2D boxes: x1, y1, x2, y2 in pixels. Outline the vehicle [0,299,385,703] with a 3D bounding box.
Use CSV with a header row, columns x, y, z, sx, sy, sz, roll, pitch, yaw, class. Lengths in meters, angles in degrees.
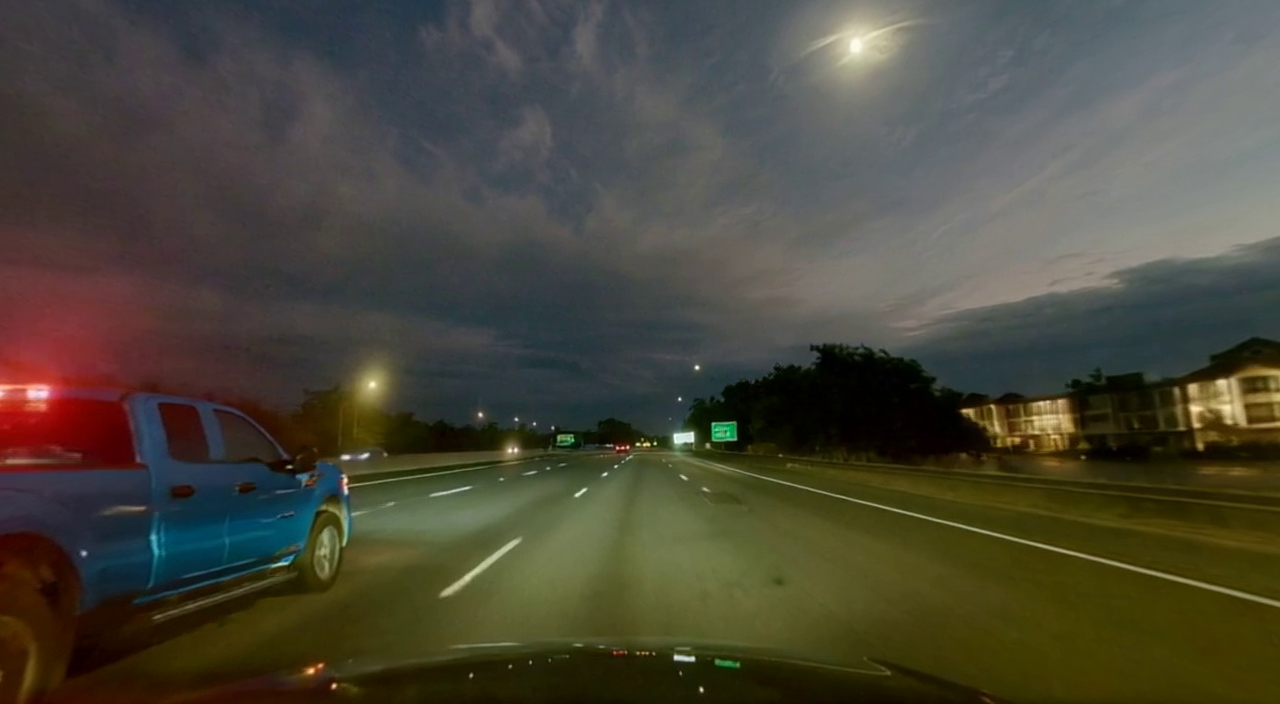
x,y,z,sx,sy,sz,roll,pitch,yaw,class
-3.505,0.844,3.184,2.202,1.836,5.009,0,-9,1,vehicle
